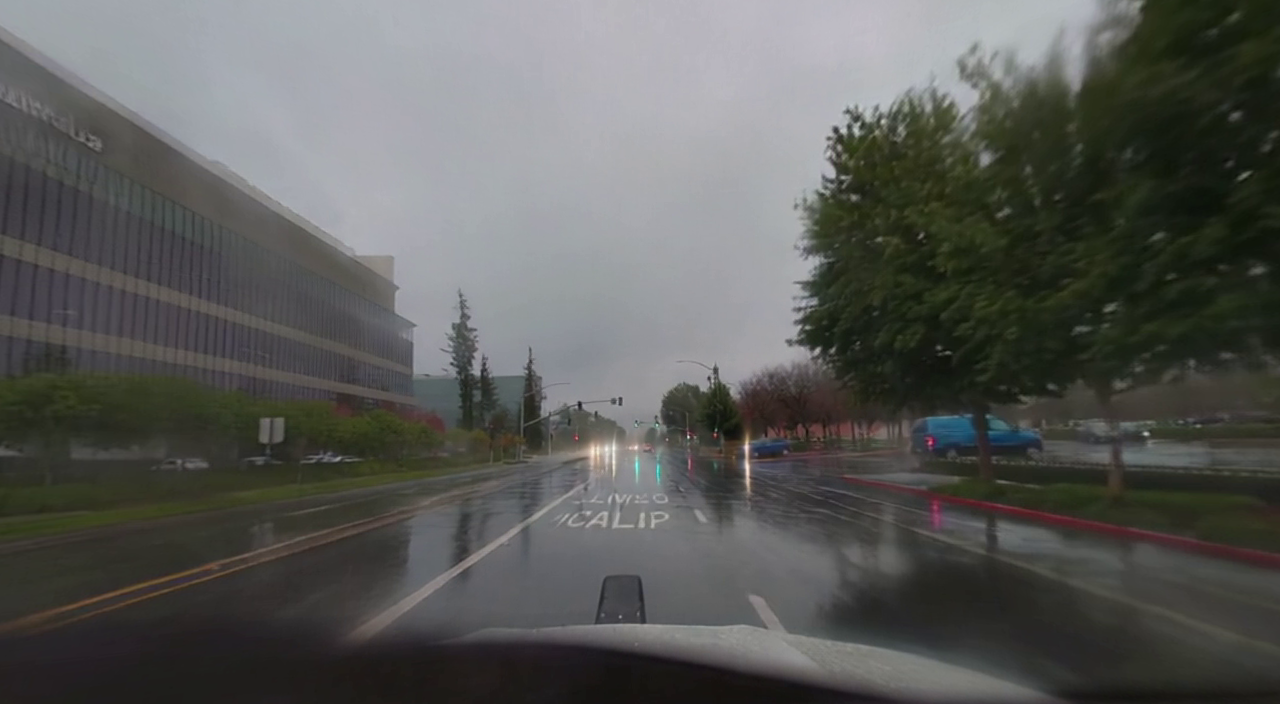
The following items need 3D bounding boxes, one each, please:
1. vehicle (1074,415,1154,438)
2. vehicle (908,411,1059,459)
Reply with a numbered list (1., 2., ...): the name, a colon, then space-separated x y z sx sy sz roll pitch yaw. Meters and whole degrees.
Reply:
1. vehicle: 36.270 5.766 48.298 1.947 1.592 4.418 4 -9 -24
2. vehicle: 15.867 3.879 29.376 5.546 2.117 2.443 0 -9 0
